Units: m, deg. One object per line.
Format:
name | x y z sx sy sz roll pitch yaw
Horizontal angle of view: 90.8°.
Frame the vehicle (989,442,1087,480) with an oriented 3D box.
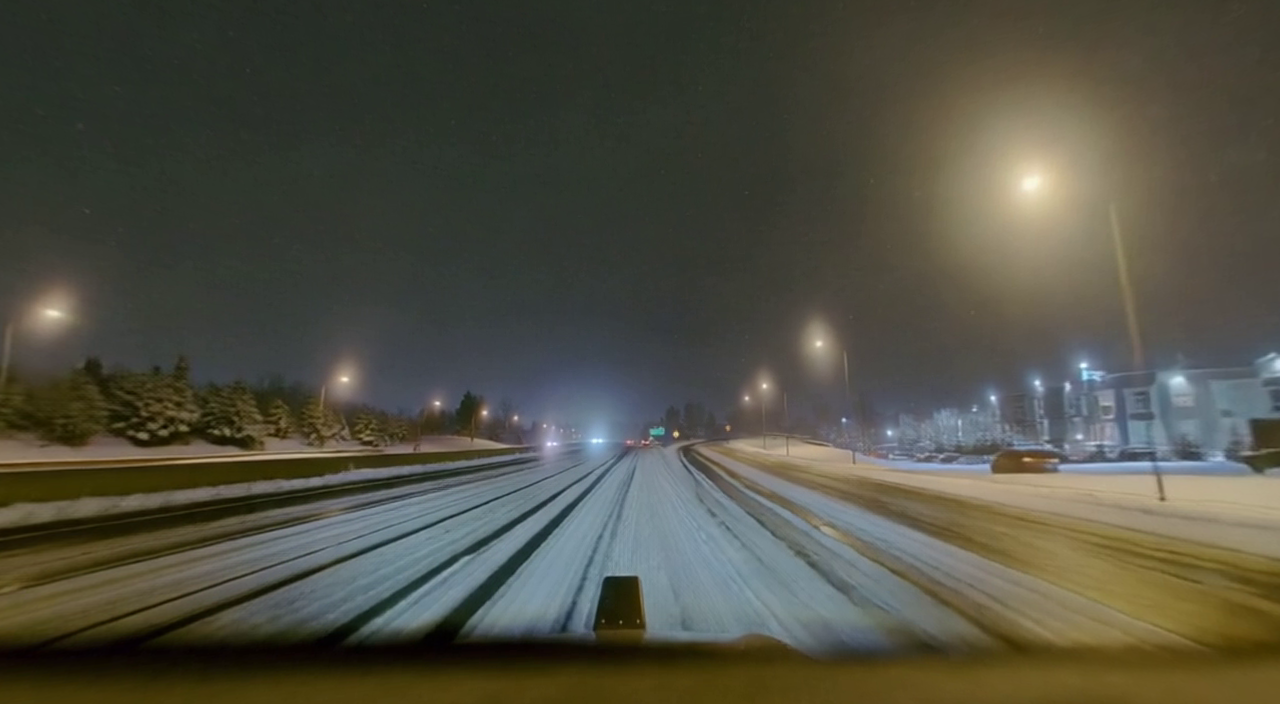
vehicle | 22.515 6.133 36.036 2.013 1.958 5.318 -1 -8 -1
